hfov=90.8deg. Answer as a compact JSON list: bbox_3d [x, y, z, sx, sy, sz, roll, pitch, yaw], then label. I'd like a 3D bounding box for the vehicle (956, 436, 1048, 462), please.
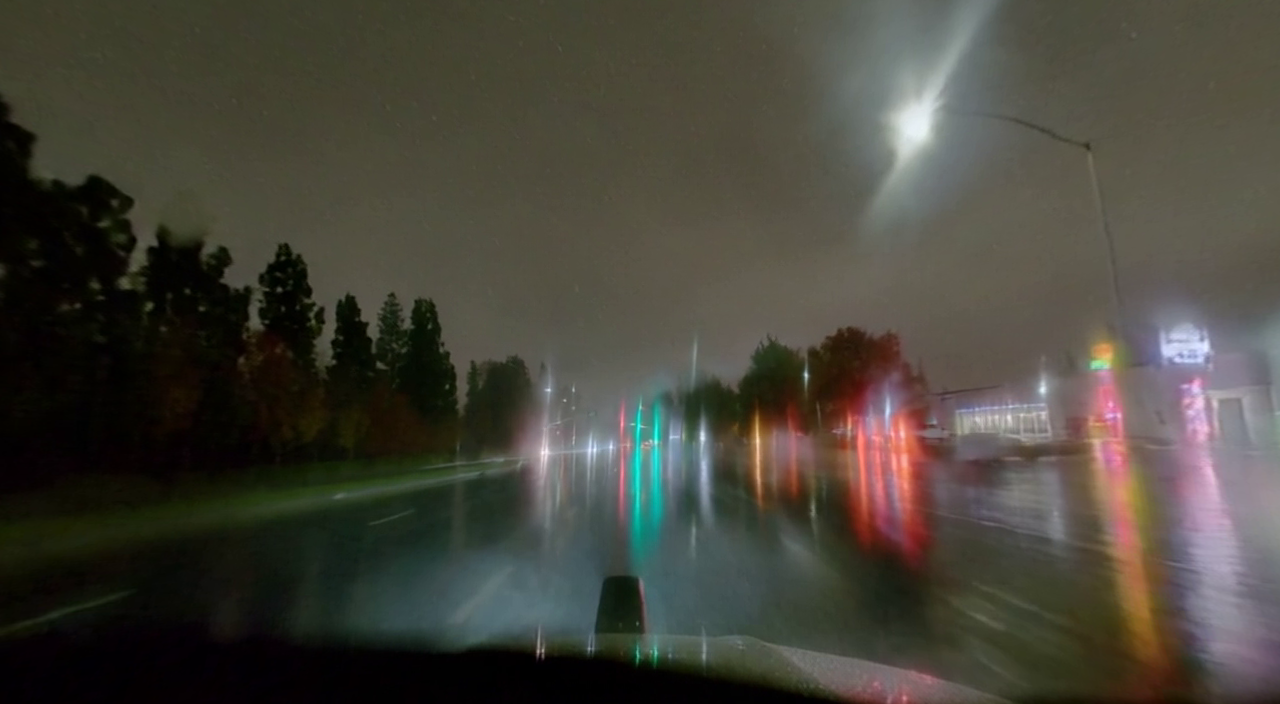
[{"bbox_3d":[22.250,5.952,38.913,4.373,1.532,2.071,0,-8,-1],"label":"vehicle"}]
